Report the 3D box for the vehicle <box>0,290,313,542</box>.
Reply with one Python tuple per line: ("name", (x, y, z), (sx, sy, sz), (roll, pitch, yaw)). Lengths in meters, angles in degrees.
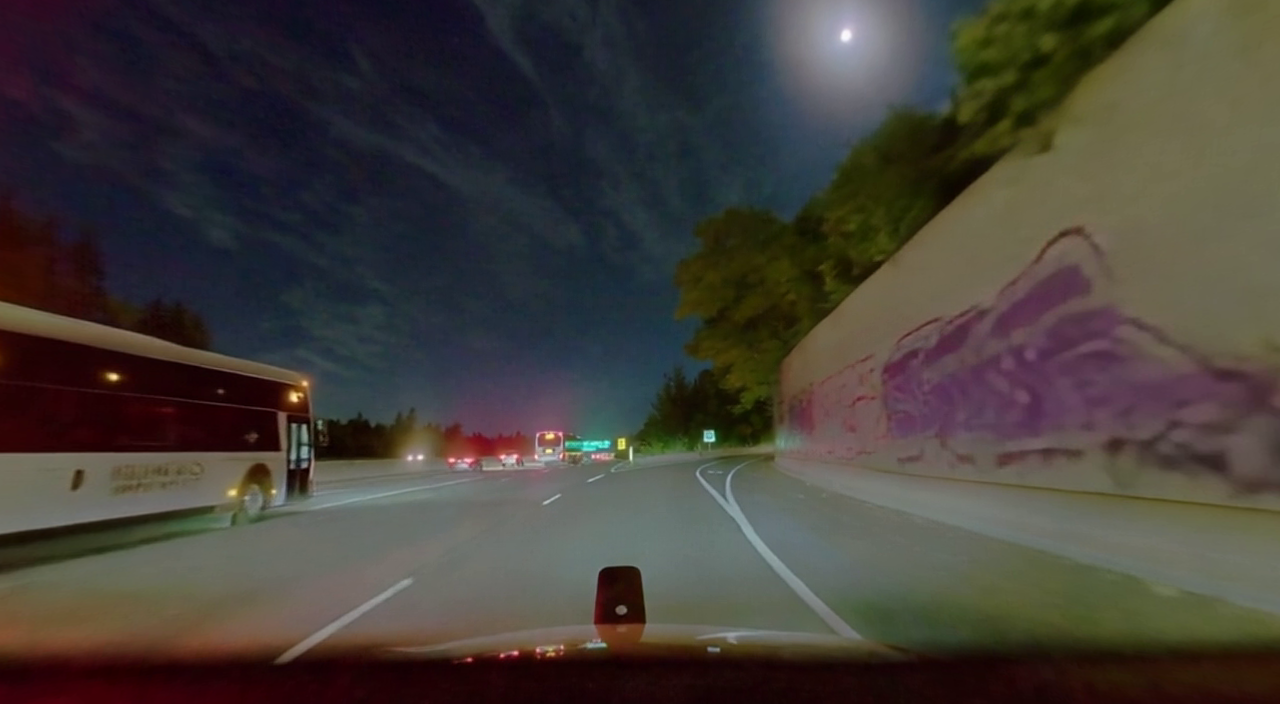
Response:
("vehicle", (-10.653, 1.167, 10.678), (2.986, 3.574, 13.570), (0, -9, 0))
